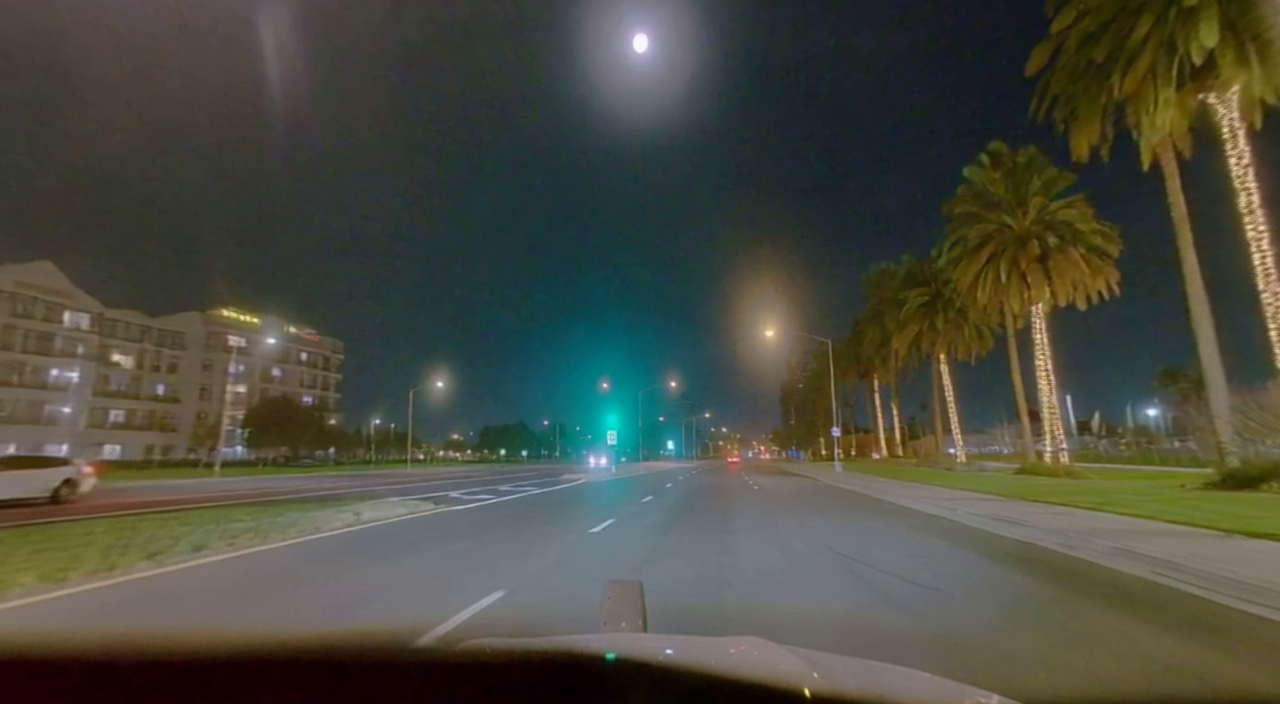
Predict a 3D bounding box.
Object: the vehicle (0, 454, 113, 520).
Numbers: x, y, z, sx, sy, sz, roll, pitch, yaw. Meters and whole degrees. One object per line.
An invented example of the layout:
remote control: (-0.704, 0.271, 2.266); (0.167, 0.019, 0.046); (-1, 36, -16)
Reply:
vehicle: (-15.726, 3.201, 14.896); (1.915, 1.490, 4.763); (-1, -9, 8)
